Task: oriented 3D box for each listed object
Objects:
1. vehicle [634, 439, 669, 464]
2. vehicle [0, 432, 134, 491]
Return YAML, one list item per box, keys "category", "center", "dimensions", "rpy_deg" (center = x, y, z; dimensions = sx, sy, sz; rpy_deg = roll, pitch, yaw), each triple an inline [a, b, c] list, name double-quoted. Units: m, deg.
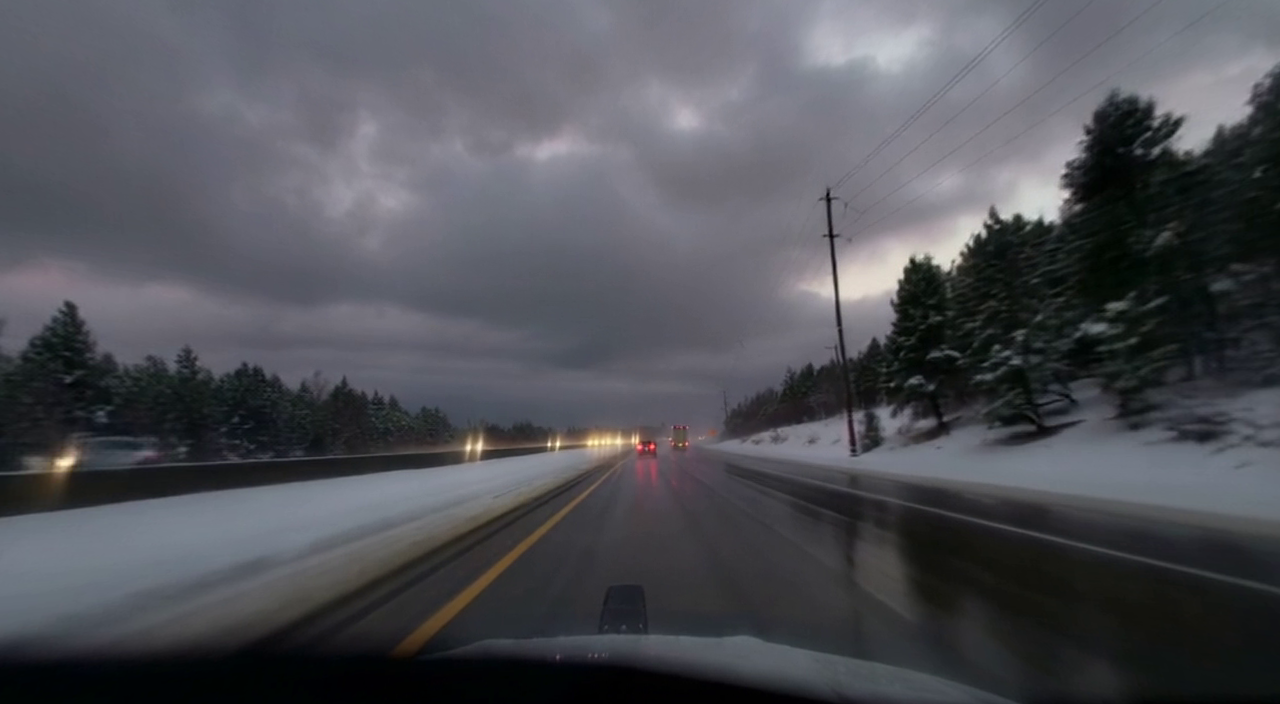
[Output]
- category: "vehicle"
  center: [0.781, 6.734, 42.914]
  dimensions: [2.192, 1.556, 4.132]
  rpy_deg: [-1, -8, 1]
- category: "vehicle"
  center: [-21.435, 3.924, 22.852]
  dimensions: [2.039, 1.874, 4.958]
  rpy_deg: [-1, -8, 0]
